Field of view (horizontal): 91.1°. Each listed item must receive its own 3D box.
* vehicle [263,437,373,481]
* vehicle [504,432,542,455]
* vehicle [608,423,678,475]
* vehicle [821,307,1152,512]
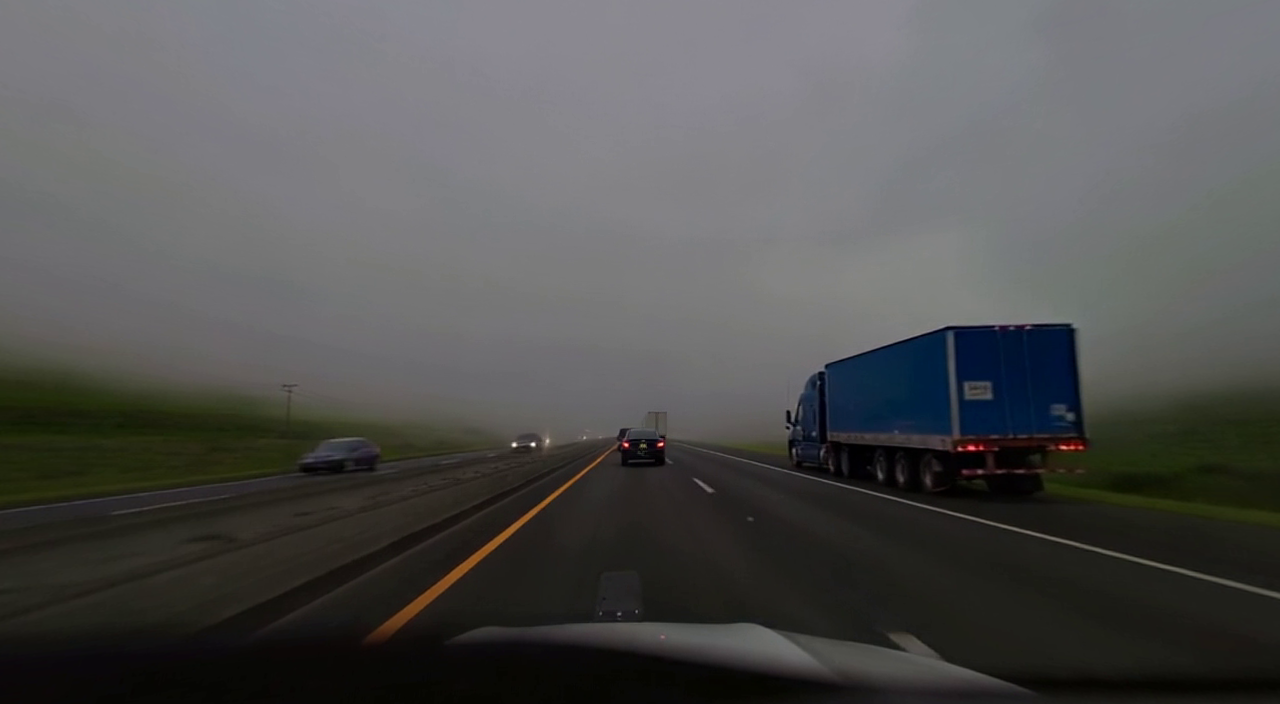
[{"bbox_3d":[-12.305,4.081,24.416,1.916,1.522,4.426,0,-8,0],"label":"vehicle"},{"bbox_3d":[-8.000,6.304,43.329,1.869,1.521,4.034,0,-8,0],"label":"vehicle"},{"bbox_3d":[0.064,3.362,22.012,2.216,1.623,4.220,0,-8,-1],"label":"vehicle"},{"bbox_3d":[7.391,1.582,15.638,3.010,3.638,8.978,0,-8,0],"label":"vehicle"}]
